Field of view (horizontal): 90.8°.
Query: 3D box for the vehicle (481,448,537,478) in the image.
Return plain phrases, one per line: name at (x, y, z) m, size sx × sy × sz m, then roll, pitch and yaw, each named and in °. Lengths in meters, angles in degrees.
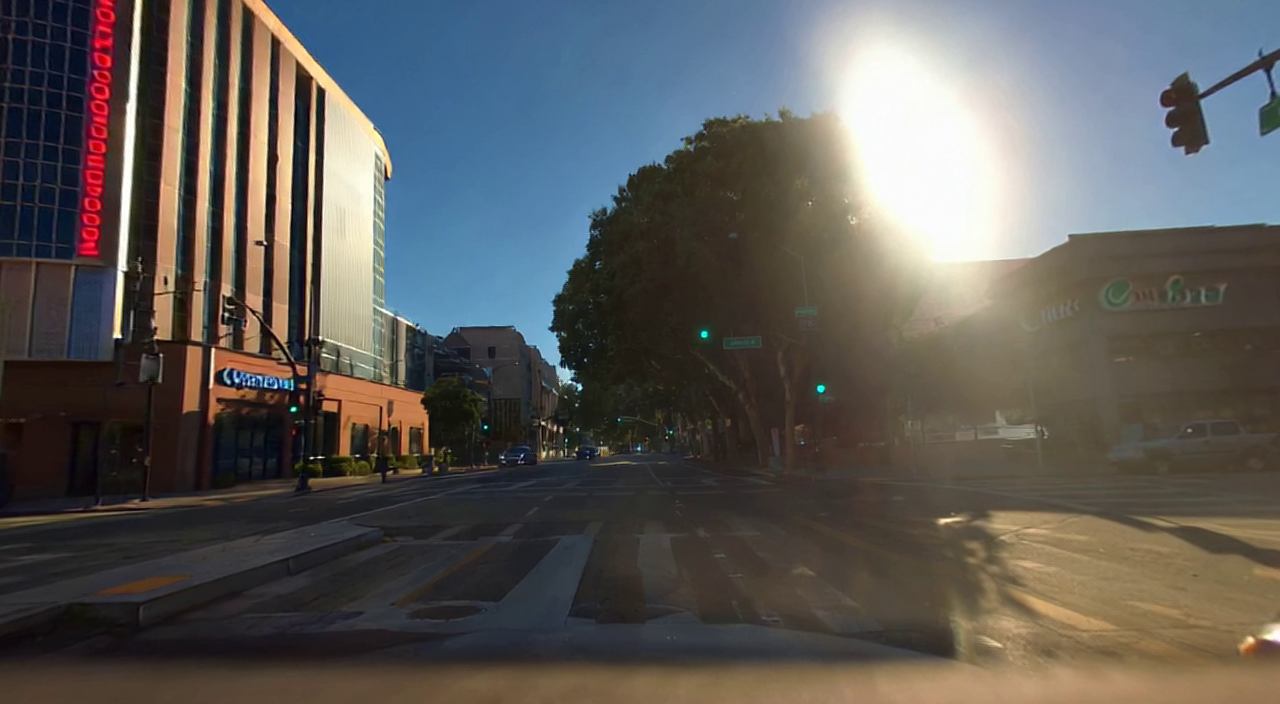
vehicle at (-6.932, 5.908, 33.892) m, size 1.893 × 1.451 × 4.276 m, roll -1°, pitch -9°, yaw 3°
